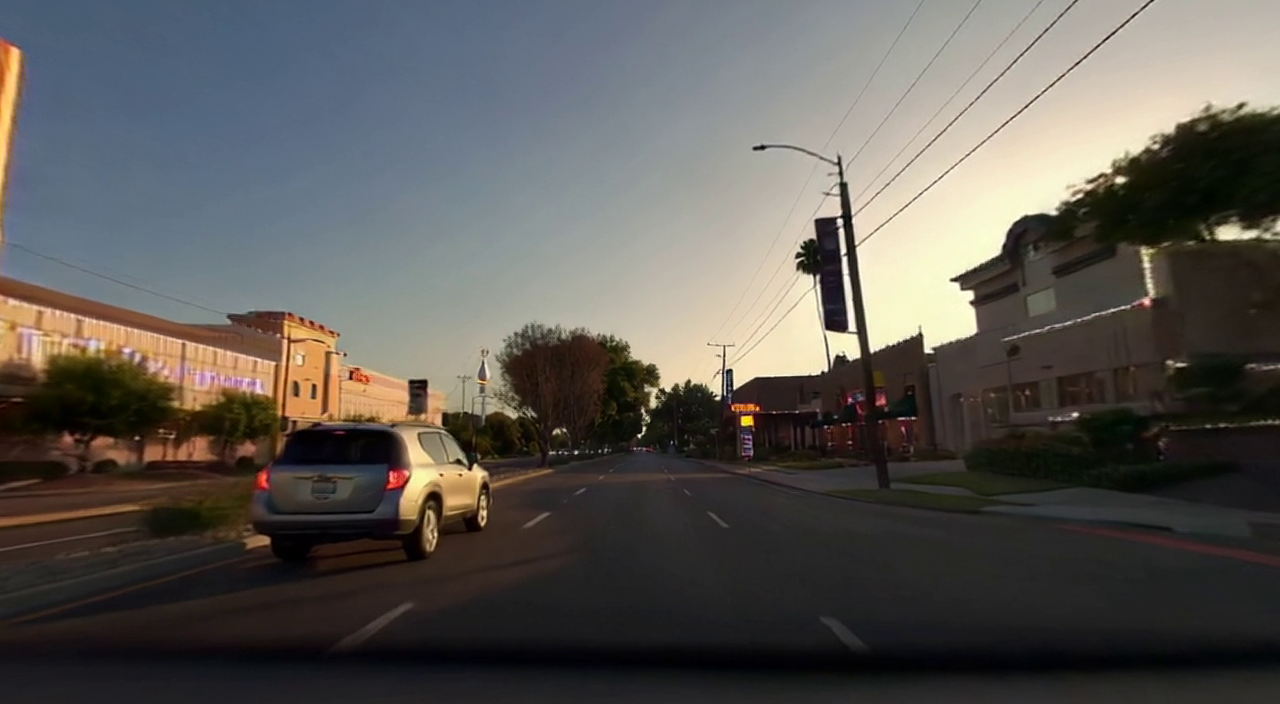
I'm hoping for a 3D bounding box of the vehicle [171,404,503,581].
[{"bbox_3d":[-3.452,1.706,8.501,2.062,1.693,4.669,0,-9,1],"label":"vehicle"}]
